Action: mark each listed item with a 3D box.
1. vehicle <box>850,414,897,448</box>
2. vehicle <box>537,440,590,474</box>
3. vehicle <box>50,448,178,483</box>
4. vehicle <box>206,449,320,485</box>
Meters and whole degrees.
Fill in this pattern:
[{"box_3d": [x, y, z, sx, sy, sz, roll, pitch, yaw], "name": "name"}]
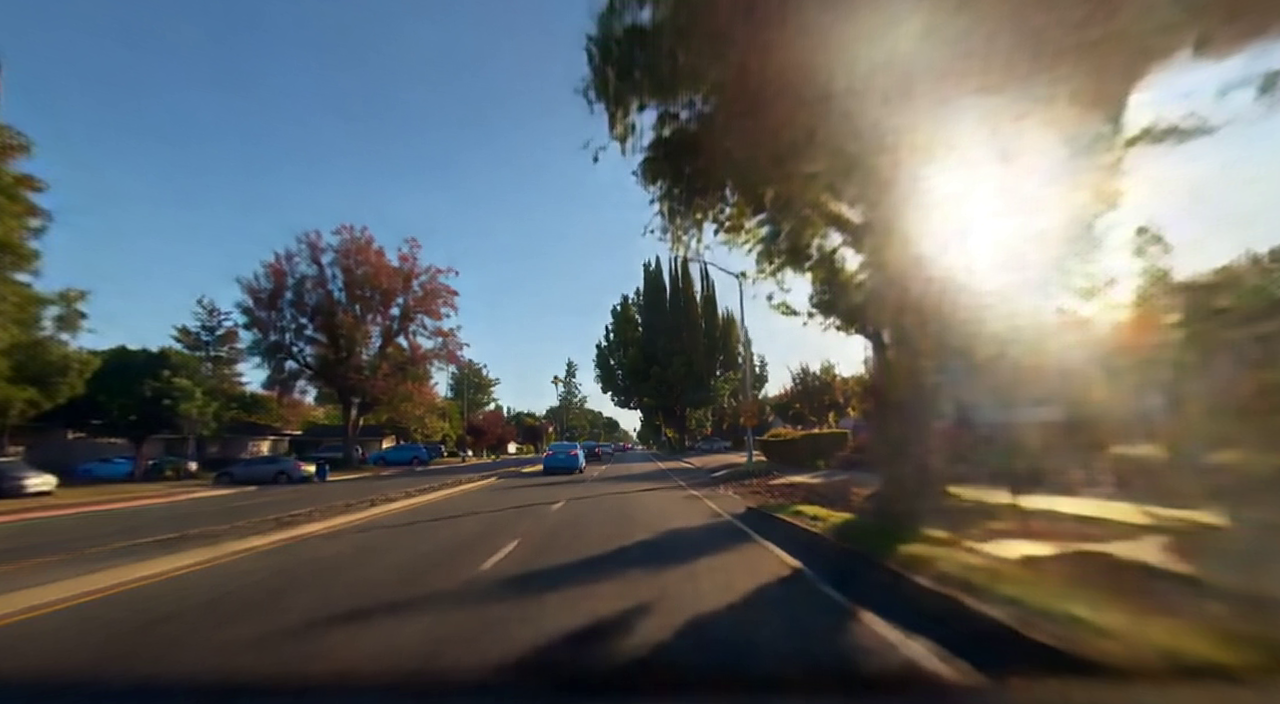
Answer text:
[{"box_3d": [17.500, 5.926, 47.086, 2.153, 2.355, 5.958, -5, -9, 30], "name": "vehicle"}, {"box_3d": [-3.509, 4.886, 29.709, 2.030, 1.467, 4.251, 0, -8, -1], "name": "vehicle"}, {"box_3d": [-27.839, 5.990, 33.550, 4.945, 1.781, 2.046, -1, -8, 2], "name": "vehicle"}, {"box_3d": [-19.811, 6.041, 33.343, 4.802, 1.511, 1.866, -2, -7, -5], "name": "vehicle"}]
